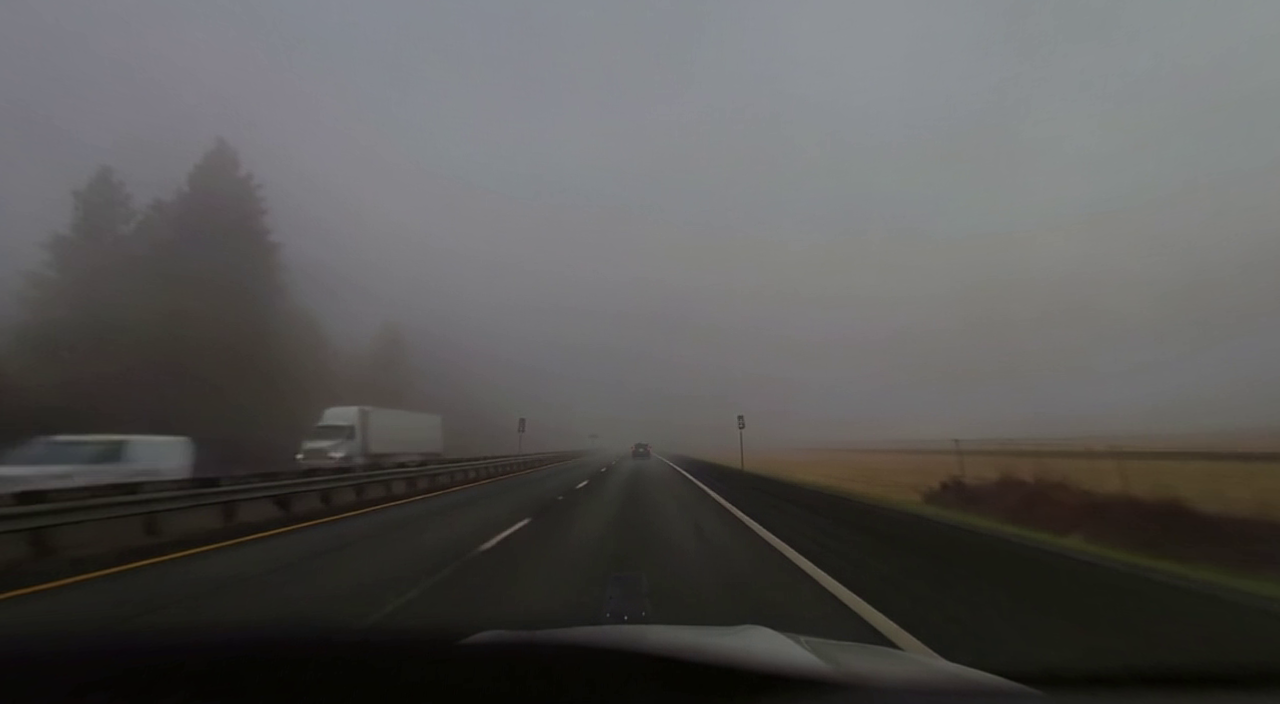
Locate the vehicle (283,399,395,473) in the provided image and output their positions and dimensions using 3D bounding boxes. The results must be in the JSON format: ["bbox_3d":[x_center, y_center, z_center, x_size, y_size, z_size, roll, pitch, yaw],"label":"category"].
[{"bbox_3d":[-16.973,4.860,36.031,3.040,3.789,6.539,0,-9,0],"label":"vehicle"}]
